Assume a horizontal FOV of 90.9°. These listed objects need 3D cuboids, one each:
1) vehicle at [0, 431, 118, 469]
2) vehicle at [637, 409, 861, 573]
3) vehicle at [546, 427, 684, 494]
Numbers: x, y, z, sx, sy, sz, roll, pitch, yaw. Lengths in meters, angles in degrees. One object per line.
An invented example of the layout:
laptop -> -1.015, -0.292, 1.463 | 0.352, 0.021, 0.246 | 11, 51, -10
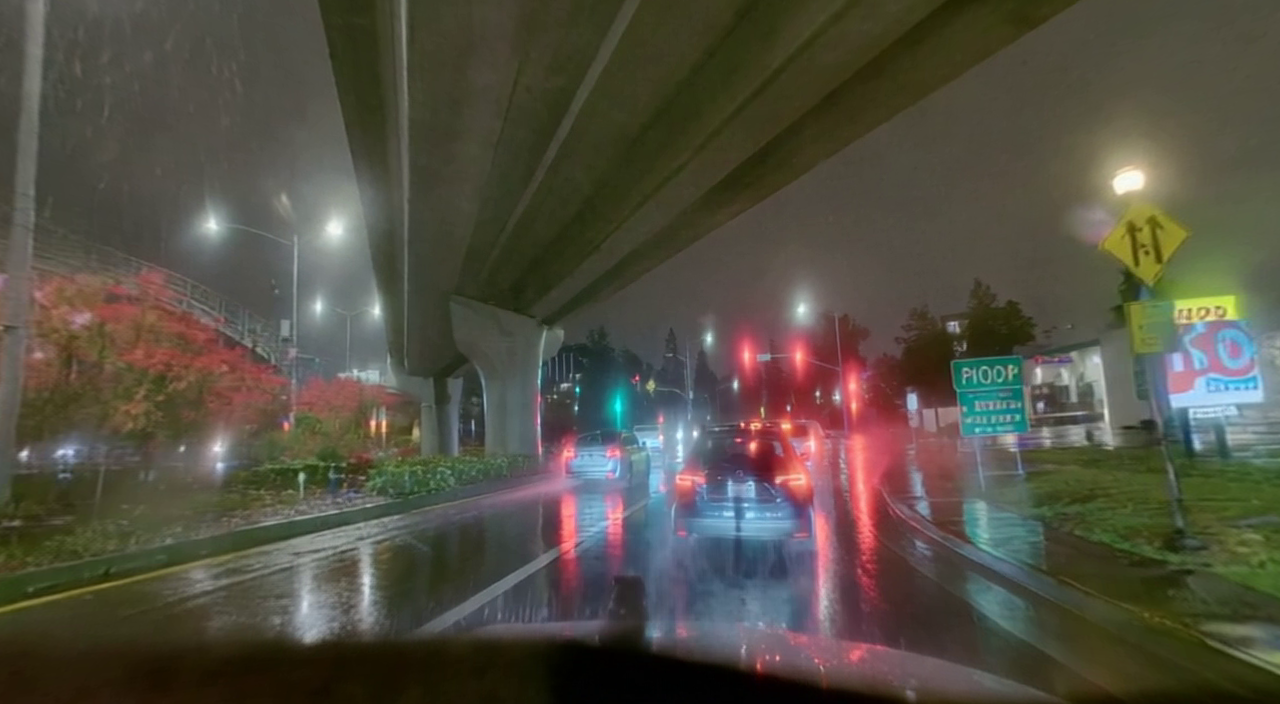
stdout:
vehicle -> -33.221, 5.504, 35.382 | 5.457, 2.021, 2.213 | 2, -9, -14
vehicle -> 1.469, 1.689, 8.487 | 2.195, 1.571, 4.353 | -2, -9, 11
vehicle -> -0.465, 2.851, 16.960 | 2.214, 1.519, 4.704 | -3, -9, 18
